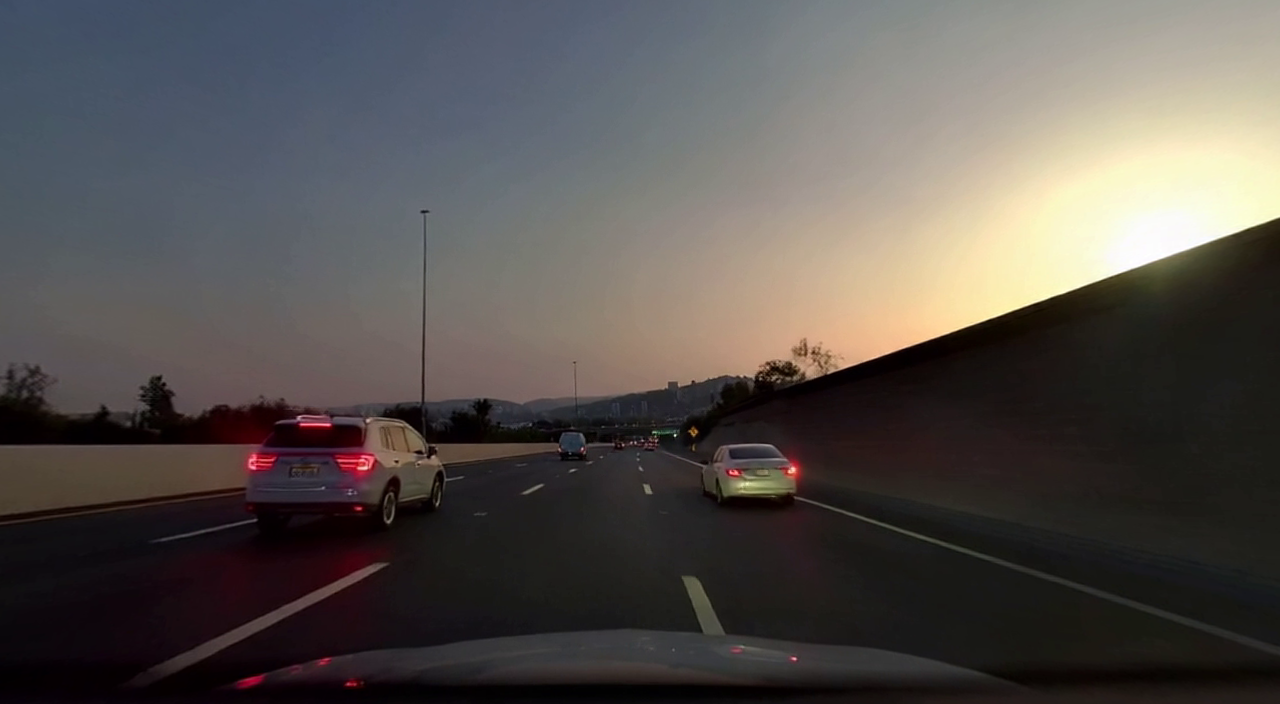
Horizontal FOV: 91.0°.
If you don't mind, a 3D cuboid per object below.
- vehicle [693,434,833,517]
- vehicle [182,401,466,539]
[{"bbox_3d":[2.500,2.677,14.203,2.047,1.532,4.884,1,-9,-2],"label":"vehicle"},{"bbox_3d":[-5.090,2.035,11.446,2.285,1.853,5.564,0,-9,0],"label":"vehicle"}]
